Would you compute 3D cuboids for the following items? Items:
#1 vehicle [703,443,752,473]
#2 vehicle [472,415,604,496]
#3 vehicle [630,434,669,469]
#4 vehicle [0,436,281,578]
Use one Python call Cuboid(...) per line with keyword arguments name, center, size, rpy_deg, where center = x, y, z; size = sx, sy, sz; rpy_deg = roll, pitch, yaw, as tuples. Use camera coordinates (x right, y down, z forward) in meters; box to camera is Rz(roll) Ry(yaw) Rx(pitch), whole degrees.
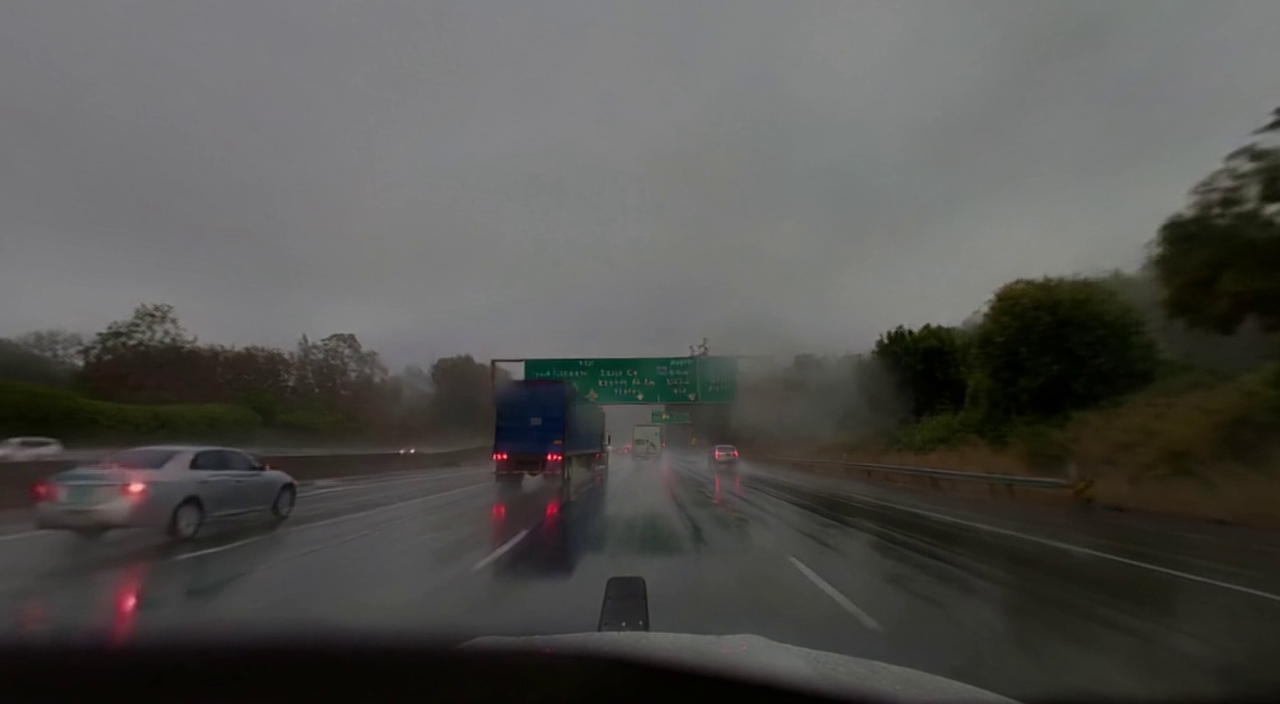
Cuboid(name="vehicle", center=(4.645, 5.682, 33.981), size=(1.993, 1.474, 4.230), rpy_deg=(0, -8, 0))
Cuboid(name="vehicle", center=(-3.483, 4.276, 26.866), size=(2.854, 2.379, 16.653), rpy_deg=(0, -8, 0))
Cuboid(name="vehicle", center=(0.602, 6.281, 39.978), size=(2.309, 2.023, 5.130), rpy_deg=(0, -8, 1))
Cuboid(name="vehicle", center=(-7.411, 1.947, 8.856), size=(1.965, 1.437, 4.592), rpy_deg=(0, -8, 1))
